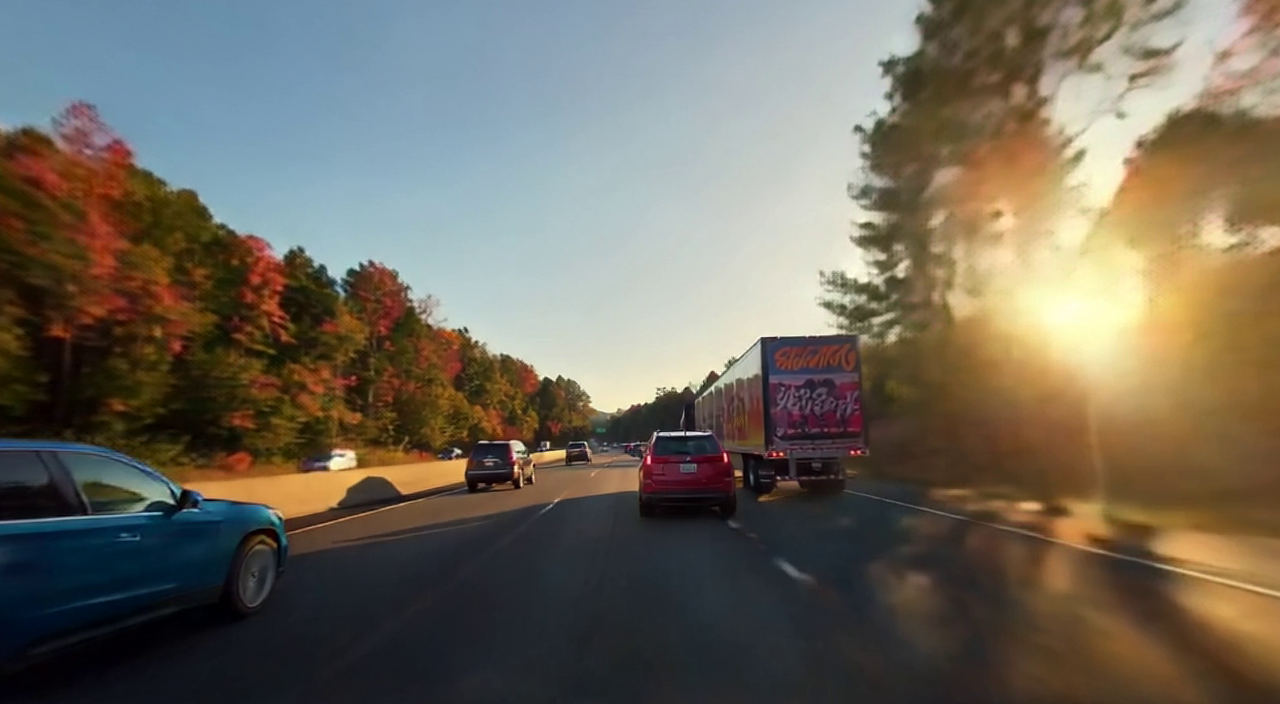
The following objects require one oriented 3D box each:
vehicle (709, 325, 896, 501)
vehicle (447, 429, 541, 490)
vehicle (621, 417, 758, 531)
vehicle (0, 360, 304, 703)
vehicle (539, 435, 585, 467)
[{"bbox_3d":[4.526,2.397,21.768,2.828,4.081,14.220,0,-8,1],"label":"vehicle"},{"bbox_3d":[-4.256,3.200,19.015,1.905,1.642,3.803,0,-8,0],"label":"vehicle"},{"bbox_3d":[0.699,2.065,11.163,2.017,1.662,3.543,0,-8,-1],"label":"vehicle"},{"bbox_3d":[-4.038,0.932,3.364,1.983,1.666,4.452,0,-8,0],"label":"vehicle"},{"bbox_3d":[-4.411,5.646,36.044,2.014,1.683,4.275,0,-8,1],"label":"vehicle"}]
